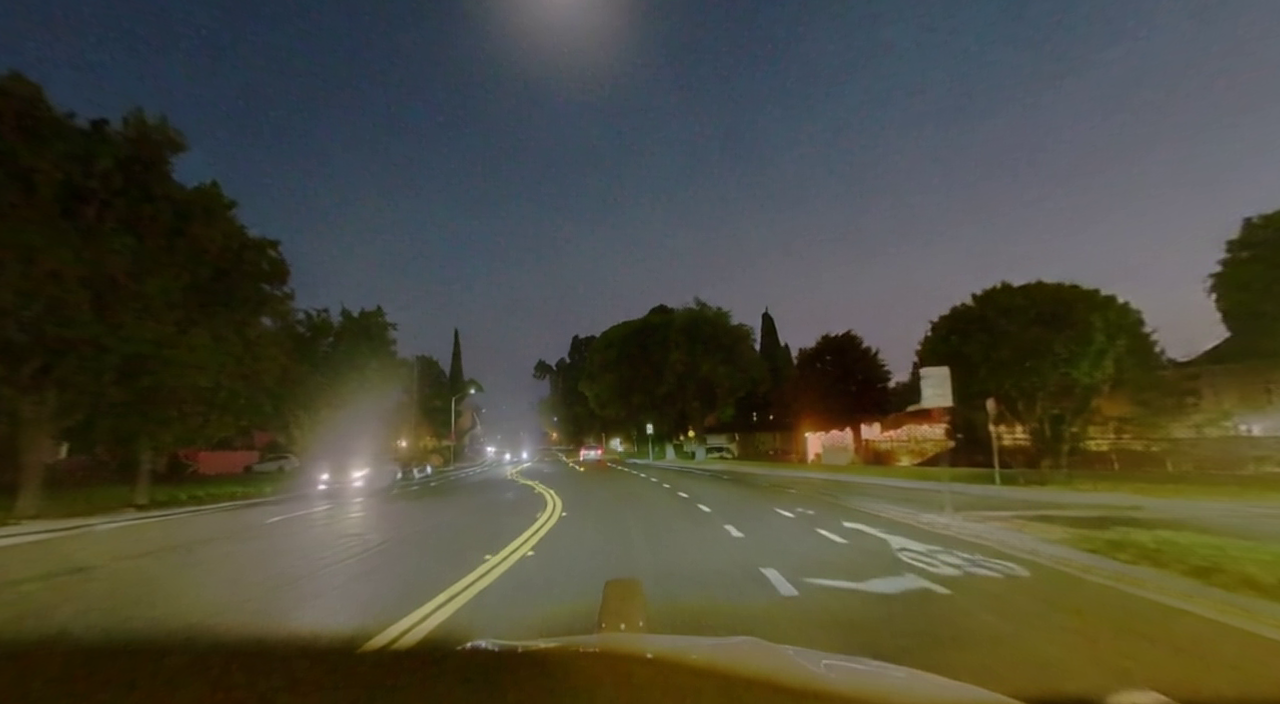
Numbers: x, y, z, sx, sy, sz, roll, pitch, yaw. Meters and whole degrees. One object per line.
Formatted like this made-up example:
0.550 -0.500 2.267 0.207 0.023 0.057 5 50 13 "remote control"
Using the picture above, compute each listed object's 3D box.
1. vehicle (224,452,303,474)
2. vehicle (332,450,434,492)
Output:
-26.965 7.984 45.232 4.450 1.482 1.948 -1 -9 3 "vehicle"
-10.509 4.877 26.245 1.979 1.503 4.678 -2 -9 5 "vehicle"
